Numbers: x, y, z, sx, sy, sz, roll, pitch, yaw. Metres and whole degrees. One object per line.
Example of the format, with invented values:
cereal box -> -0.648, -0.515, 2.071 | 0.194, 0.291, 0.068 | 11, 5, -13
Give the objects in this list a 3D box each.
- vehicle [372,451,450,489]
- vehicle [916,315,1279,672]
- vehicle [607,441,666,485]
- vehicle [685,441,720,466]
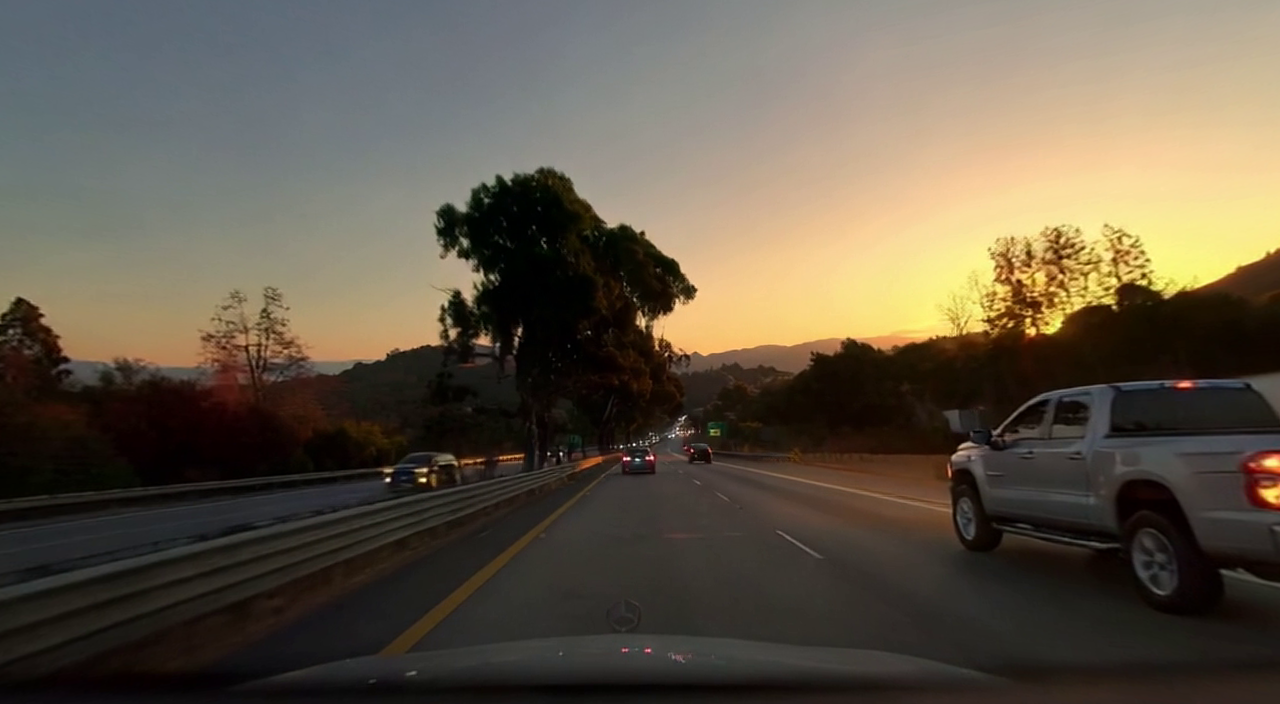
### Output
vehicle -> -10.368, 5.355, 28.738 | 1.868, 1.535, 4.326 | -1, -9, 2
vehicle -> 4.668, 1.096, 5.518 | 2.261, 1.952, 4.784 | 0, -9, 0
vehicle -> -0.134, 4.165, 23.713 | 2.029, 1.483, 3.769 | 0, -9, 0
vehicle -> 4.138, 6.802, 42.114 | 1.936, 1.589, 3.915 | 0, -9, -1
